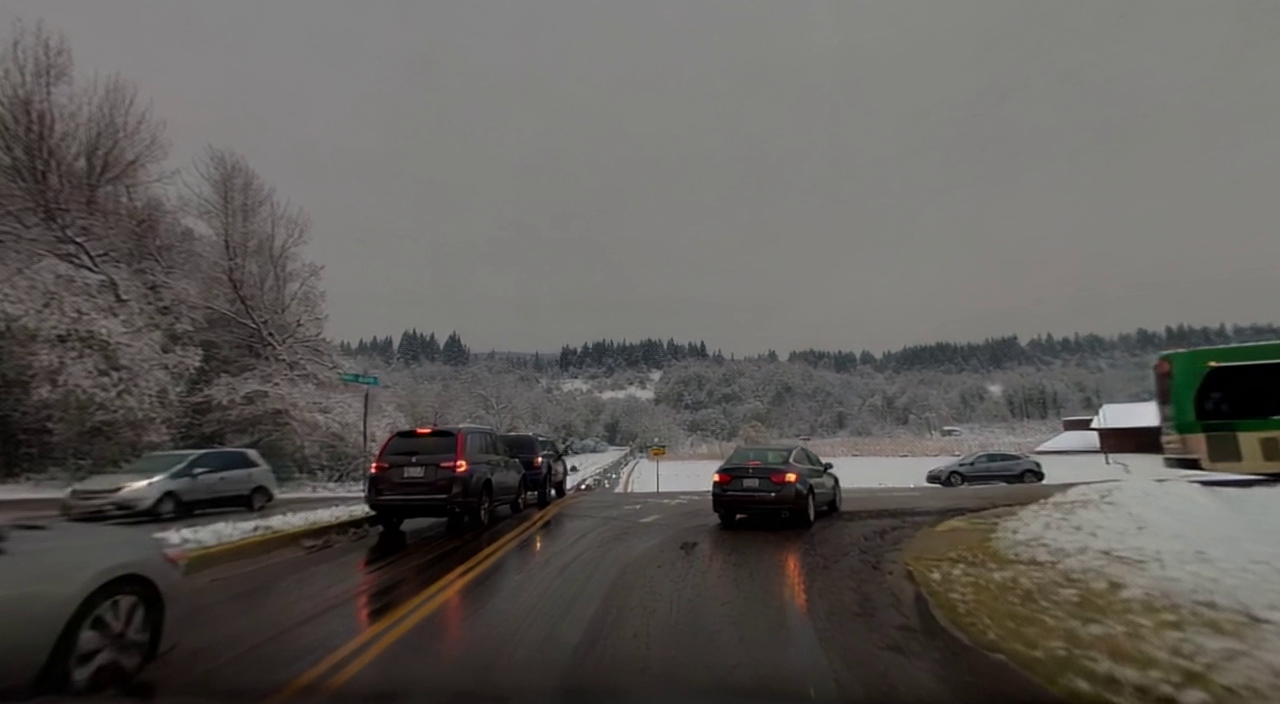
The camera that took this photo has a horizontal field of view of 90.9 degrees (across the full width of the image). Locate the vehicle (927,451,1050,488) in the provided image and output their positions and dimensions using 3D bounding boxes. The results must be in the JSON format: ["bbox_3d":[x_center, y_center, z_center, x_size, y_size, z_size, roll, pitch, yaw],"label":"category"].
[{"bbox_3d":[15.030,5.113,27.393,4.422,1.457,1.882,-6,-11,28],"label":"vehicle"}]

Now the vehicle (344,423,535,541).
[{"bbox_3d":[-3.441,2.333,11.922,2.017,1.761,4.572,0,-9,1],"label":"vehicle"}]

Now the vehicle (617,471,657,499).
[{"bbox_3d":[-0.242,8.326,39.692,2.119,1.475,3.997,1,-9,-6],"label":"vehicle"}]

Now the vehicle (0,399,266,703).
[{"bbox_3d":[-3.361,0.790,1.421,1.953,1.480,4.522,-1,-9,5],"label":"vehicle"}]

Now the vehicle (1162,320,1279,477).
[{"bbox_3d":[17.350,0.837,12.691,9.977,3.303,2.948,-6,-11,33],"label":"vehicle"}]

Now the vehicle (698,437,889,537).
[{"bbox_3d":[2.963,2.356,11.642,2.020,1.478,3.922,-7,-11,36],"label":"vehicle"}]
